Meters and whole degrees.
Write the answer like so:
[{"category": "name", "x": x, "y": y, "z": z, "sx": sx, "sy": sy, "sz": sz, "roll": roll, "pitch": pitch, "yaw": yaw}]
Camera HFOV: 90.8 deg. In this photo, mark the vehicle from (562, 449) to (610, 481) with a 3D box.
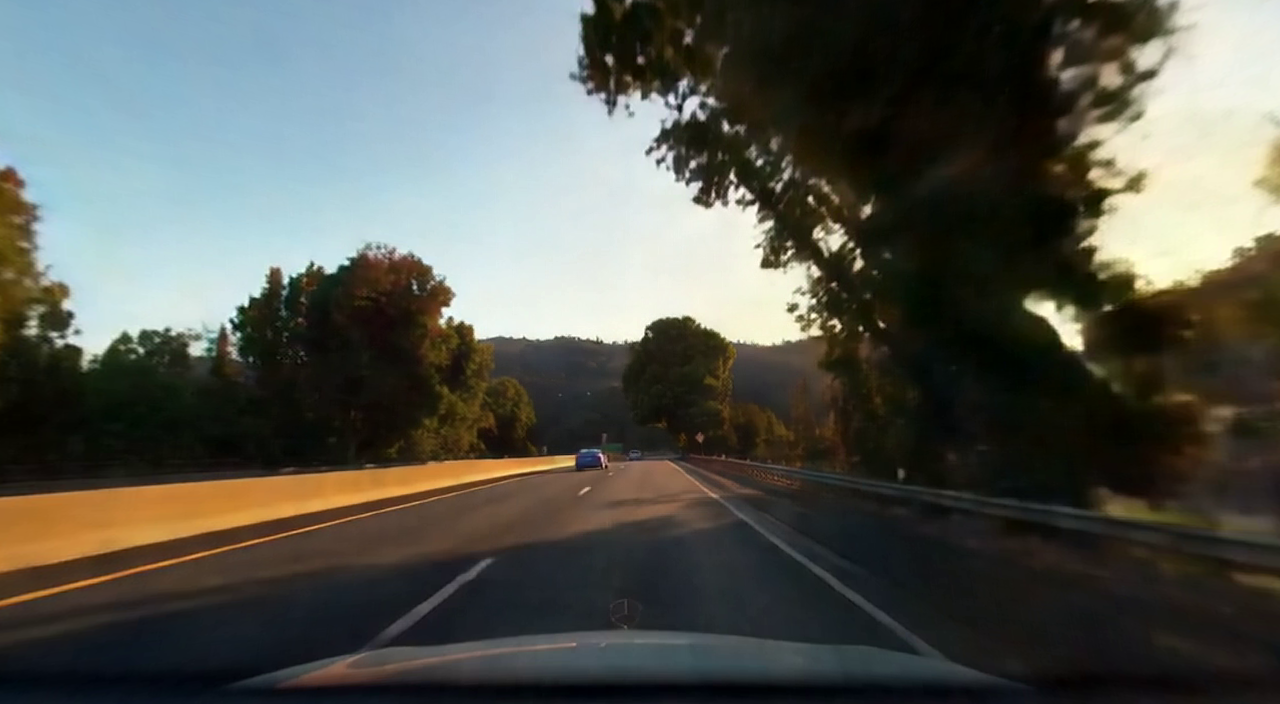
[{"category": "vehicle", "x": -2.616, "y": 5.628, "z": 31.683, "sx": 1.917, "sy": 1.450, "sz": 3.997, "roll": 0, "pitch": -9, "yaw": 2}]
